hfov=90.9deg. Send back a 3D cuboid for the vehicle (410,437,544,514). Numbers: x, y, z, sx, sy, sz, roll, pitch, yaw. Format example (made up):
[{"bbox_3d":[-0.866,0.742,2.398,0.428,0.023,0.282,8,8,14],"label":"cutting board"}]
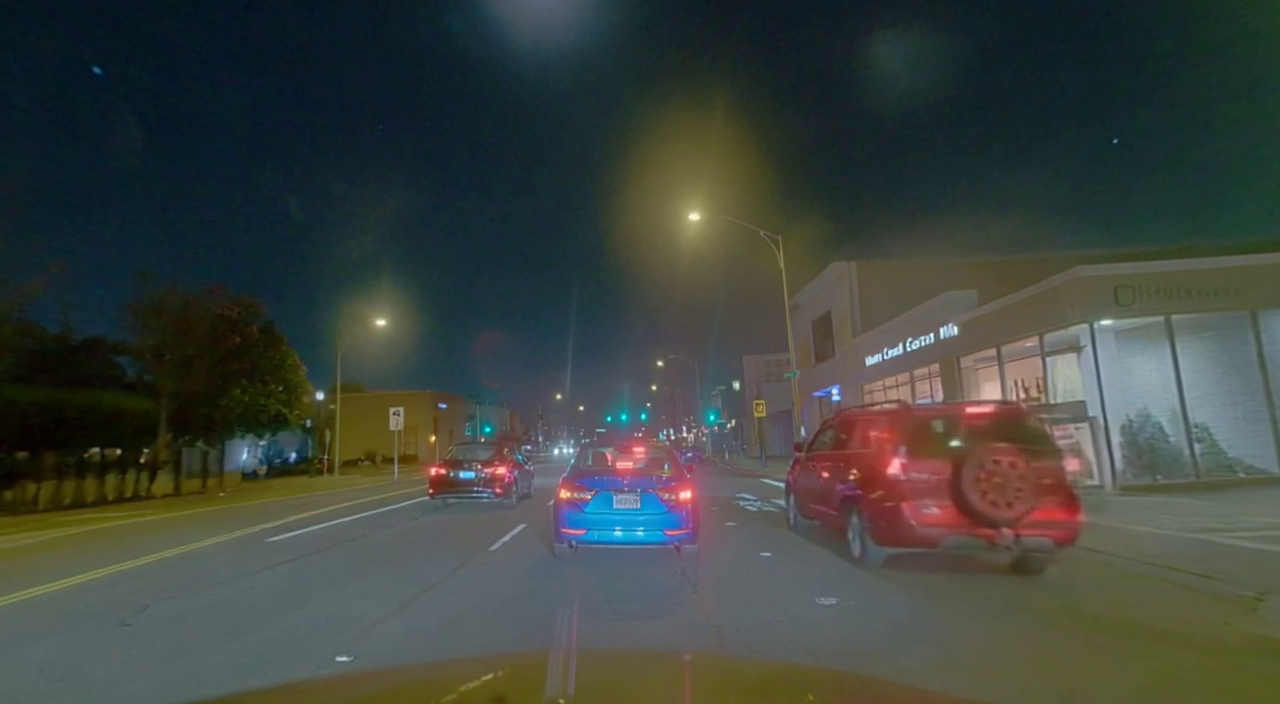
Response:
[{"bbox_3d":[-3.463,2.696,14.226,1.905,1.473,4.016,0,-9,0],"label":"vehicle"}]

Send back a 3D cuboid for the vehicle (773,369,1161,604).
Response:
[{"bbox_3d":[3.272,1.472,7.696,2.152,1.987,4.527,0,-9,-2],"label":"vehicle"}]

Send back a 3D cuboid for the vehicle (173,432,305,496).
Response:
[{"bbox_3d":[-19.169,5.357,30.618,2.286,2.777,5.926,0,-9,2],"label":"vehicle"}]

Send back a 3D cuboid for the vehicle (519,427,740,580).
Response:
[{"bbox_3d":[-0.114,1.795,8.268,2.160,1.482,4.037,0,-9,0],"label":"vehicle"}]
